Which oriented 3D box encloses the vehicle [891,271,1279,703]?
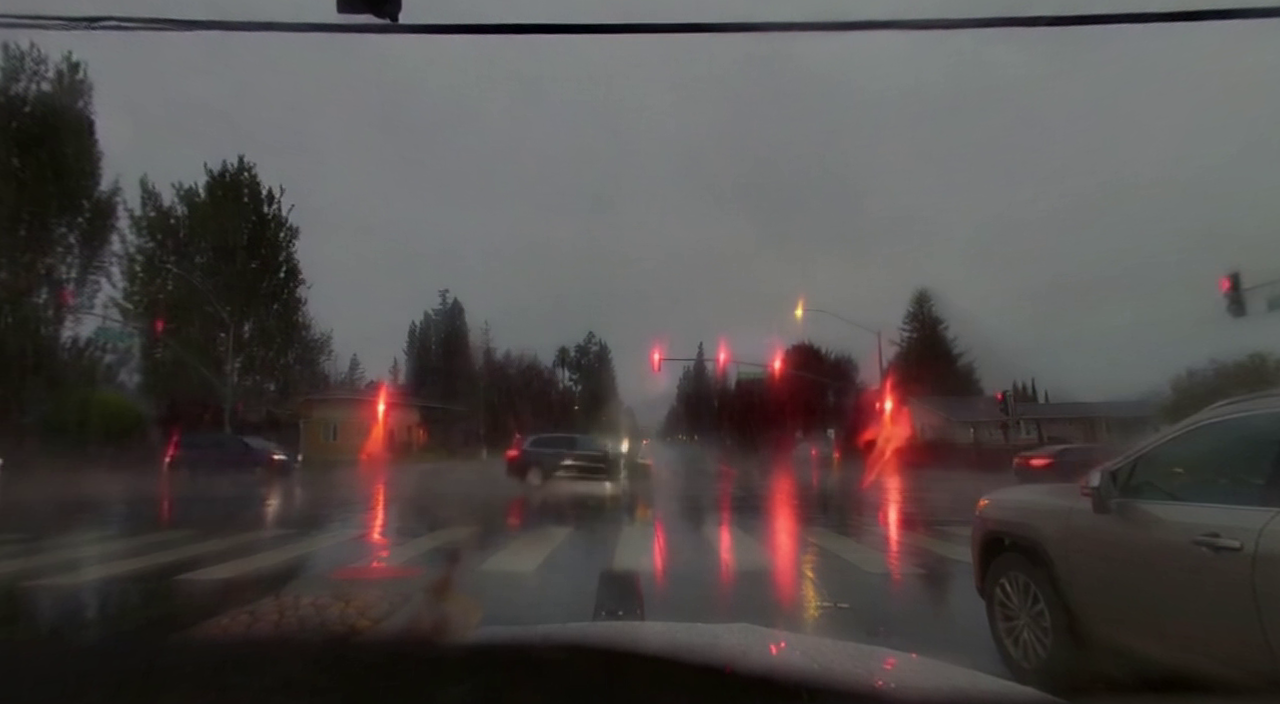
[{"bbox_3d":[2.720,0.710,1.727,2.085,1.800,4.908,0,-9,1],"label":"vehicle"}]

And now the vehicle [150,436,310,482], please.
[{"bbox_3d":[-15.358,4.033,23.964,4.532,1.633,2.130,2,-9,-10],"label":"vehicle"}]

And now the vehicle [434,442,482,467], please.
[{"bbox_3d":[-13.767,7.750,48.055,2.065,1.775,4.667,0,-9,2],"label":"vehicle"}]

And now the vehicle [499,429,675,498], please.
[{"bbox_3d":[-1.323,2.911,16.721,4.332,1.682,2.025,0,-9,-1],"label":"vehicle"}]
